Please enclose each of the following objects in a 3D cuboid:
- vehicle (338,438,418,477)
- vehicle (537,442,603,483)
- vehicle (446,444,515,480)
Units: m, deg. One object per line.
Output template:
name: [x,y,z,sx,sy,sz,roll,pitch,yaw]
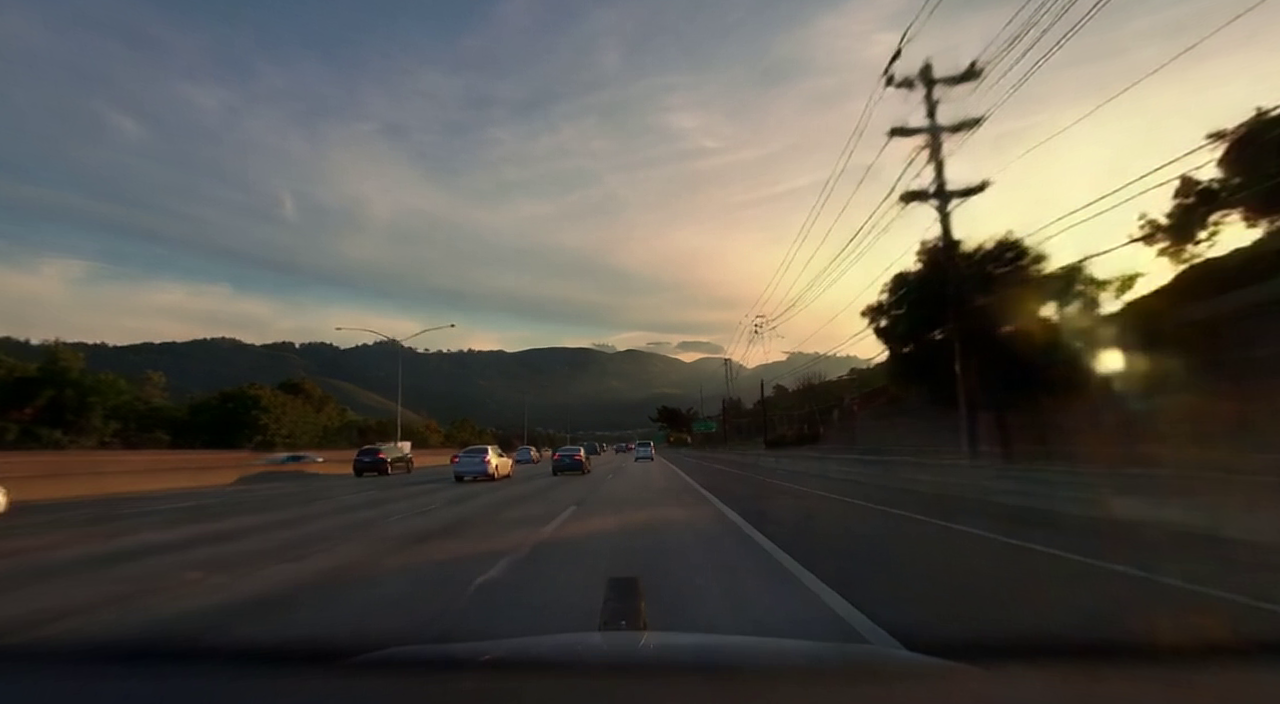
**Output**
vehicle: [-14.209,5.755,34.619,2.172,1.946,5.017,0,-9,1]
vehicle: [-2.664,4.345,25.113,2.064,1.446,4.409,0,-9,1]
vehicle: [-7.081,4.909,28.433,1.899,1.472,4.202,0,-9,2]
